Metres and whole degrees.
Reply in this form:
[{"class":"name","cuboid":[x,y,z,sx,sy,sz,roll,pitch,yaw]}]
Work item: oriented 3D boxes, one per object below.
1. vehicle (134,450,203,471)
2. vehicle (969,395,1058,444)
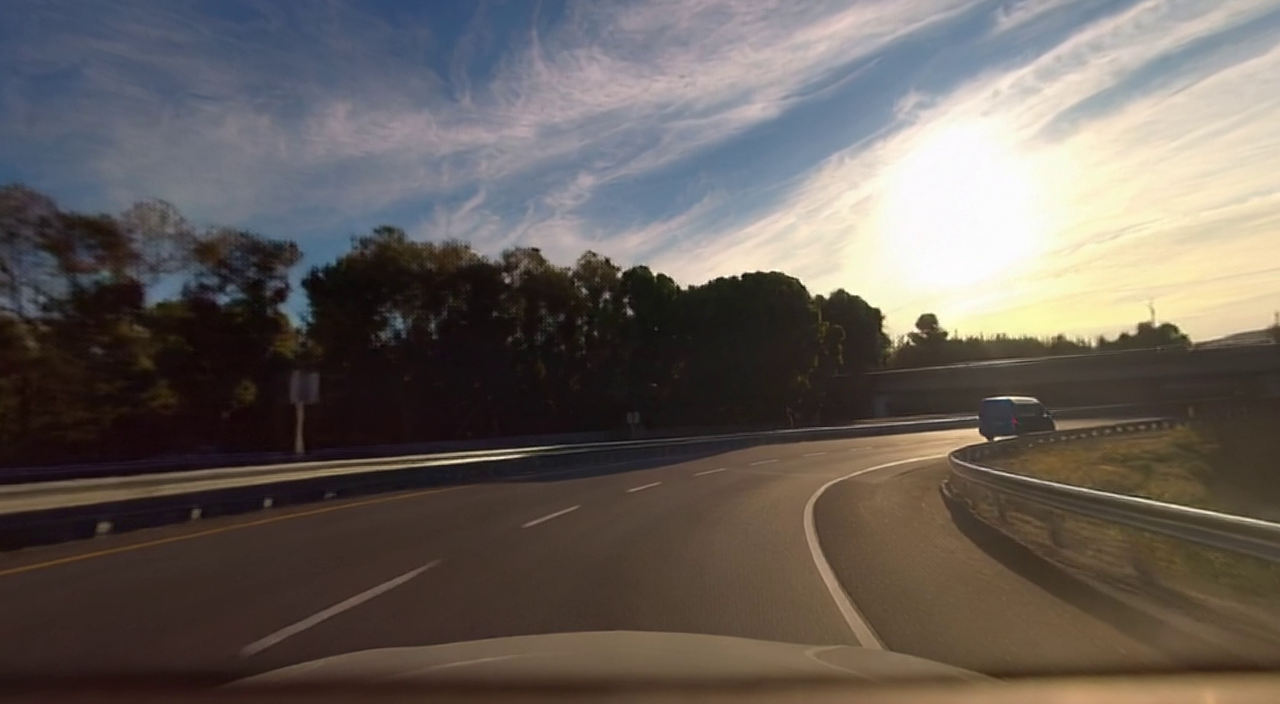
[{"class":"vehicle","cuboid":[-35.570,8.163,47.625,3.756,1.464,1.852,3,-8,-20]},{"class":"vehicle","cuboid":[21.394,3.911,36.007,5.330,2.577,2.352,6,-9,-36]}]
